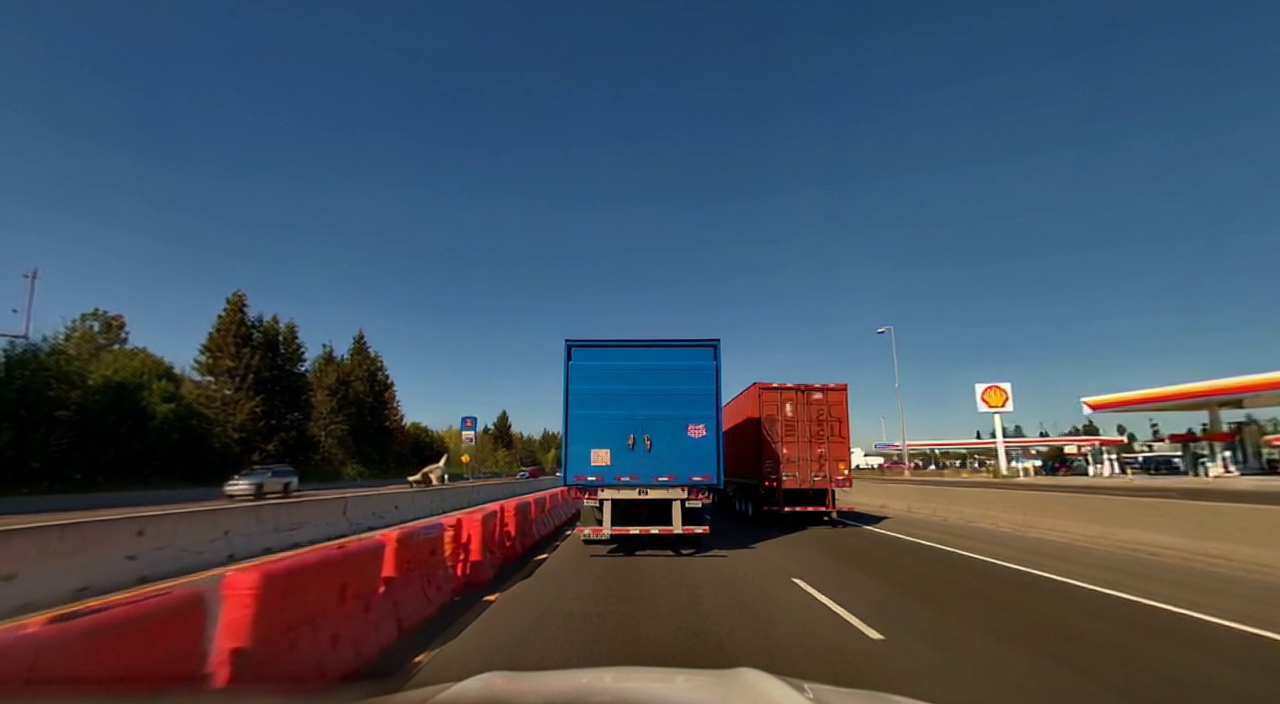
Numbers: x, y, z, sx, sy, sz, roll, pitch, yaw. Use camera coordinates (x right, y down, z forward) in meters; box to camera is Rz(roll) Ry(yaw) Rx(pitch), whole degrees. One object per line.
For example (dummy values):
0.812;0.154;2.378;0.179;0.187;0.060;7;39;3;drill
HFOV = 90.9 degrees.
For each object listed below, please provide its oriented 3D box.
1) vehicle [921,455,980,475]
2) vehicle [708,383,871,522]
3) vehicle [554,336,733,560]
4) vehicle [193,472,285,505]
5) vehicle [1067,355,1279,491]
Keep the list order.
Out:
24.503;8.977;49.932;1.762;1.470;4.485;3;-11;-11;vehicle
4.455;3.495;21.477;2.936;3.640;9.443;1;-10;-2;vehicle
0.025;2.172;13.748;2.618;3.306;8.676;1;-10;0;vehicle
-20.885;7.097;33.051;1.890;1.520;4.342;1;-10;0;vehicle
20.833;2.632;21.687;2.771;4.075;13.513;1;-10;0;vehicle
